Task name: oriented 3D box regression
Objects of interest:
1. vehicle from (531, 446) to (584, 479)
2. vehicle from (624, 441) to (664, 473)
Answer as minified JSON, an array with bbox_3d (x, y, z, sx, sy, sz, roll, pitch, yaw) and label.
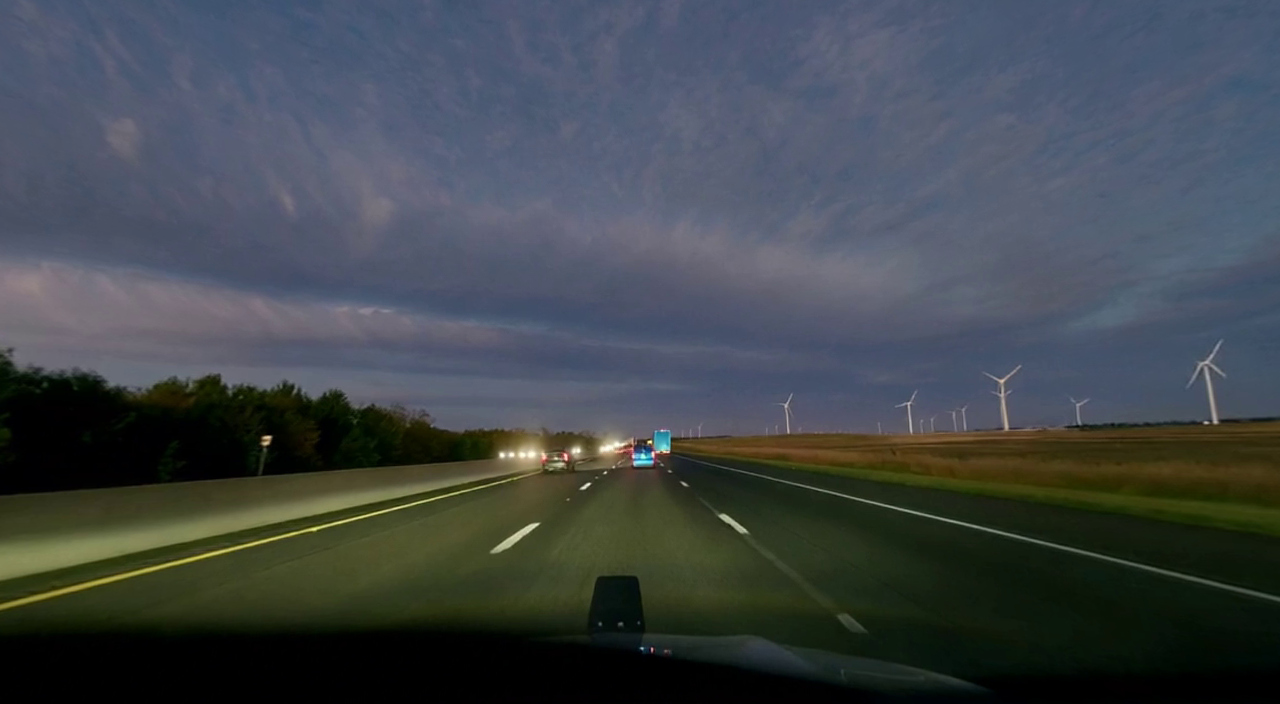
[{"bbox_3d":[-3.922,5.330,30.673,1.984,1.491,4.341,0,-9,0],"label":"vehicle"},{"bbox_3d":[0.216,5.938,35.652,2.083,1.689,4.083,0,-9,0],"label":"vehicle"}]
